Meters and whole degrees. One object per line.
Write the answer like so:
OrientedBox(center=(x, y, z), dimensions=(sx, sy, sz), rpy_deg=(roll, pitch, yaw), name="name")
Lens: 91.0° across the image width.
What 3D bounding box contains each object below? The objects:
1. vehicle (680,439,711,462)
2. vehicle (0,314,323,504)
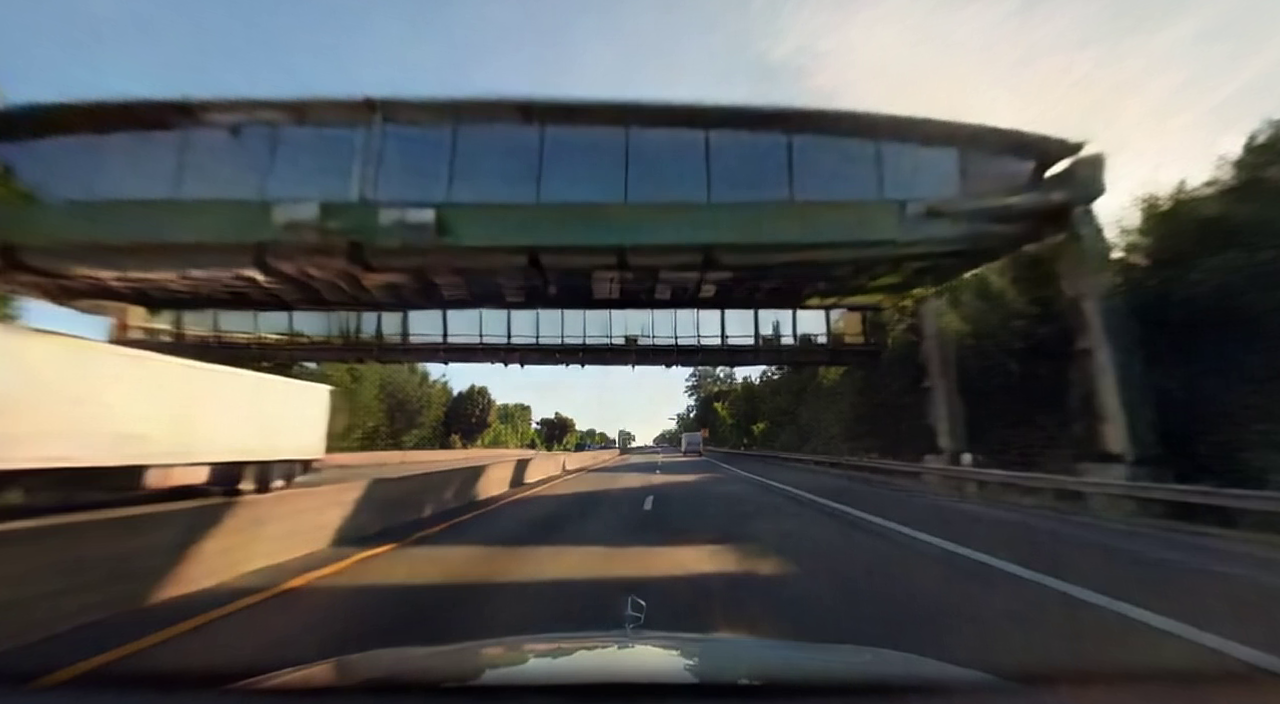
OrientedBox(center=(4.012, 7.184, 45.997), dimensions=(1.954, 1.550, 4.140), rpy_deg=(0, -8, 1), name="vehicle")
OrientedBox(center=(-15.135, 2.071, 19.384), dimensions=(2.880, 4.103, 14.302), rpy_deg=(0, -8, 2), name="vehicle")
